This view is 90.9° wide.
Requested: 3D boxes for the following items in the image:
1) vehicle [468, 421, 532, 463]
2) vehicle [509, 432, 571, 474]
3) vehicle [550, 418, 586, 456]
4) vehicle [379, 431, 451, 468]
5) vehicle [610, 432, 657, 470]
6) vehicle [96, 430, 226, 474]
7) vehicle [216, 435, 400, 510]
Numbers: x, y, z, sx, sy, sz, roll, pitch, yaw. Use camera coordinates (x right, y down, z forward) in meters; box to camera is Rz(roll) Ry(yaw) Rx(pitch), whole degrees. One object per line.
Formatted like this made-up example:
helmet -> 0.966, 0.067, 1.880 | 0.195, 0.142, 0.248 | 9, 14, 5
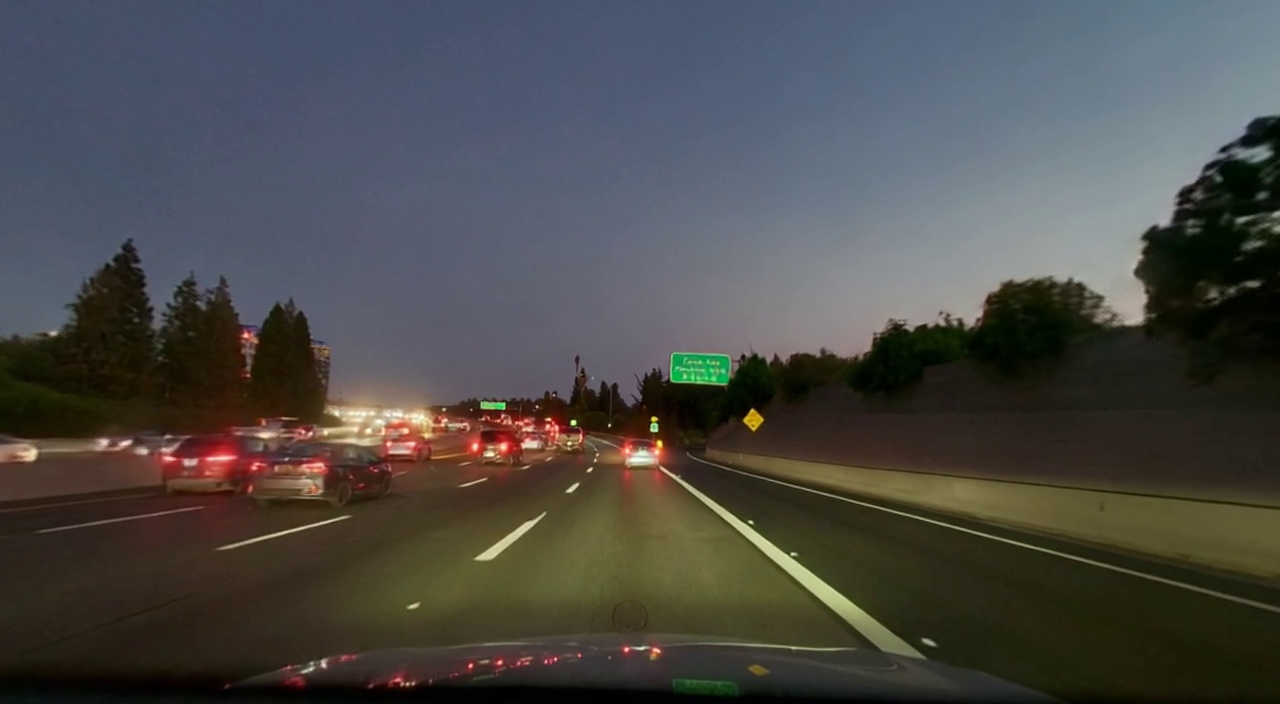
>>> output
vehicle -> -8.619, 5.656, 39.595 | 2.773, 2.402, 6.232 | 0, -8, -2
vehicle -> -4.152, 4.250, 26.781 | 2.005, 1.631, 4.295 | 0, -8, -1
vehicle -> -5.413, 6.520, 48.077 | 2.279, 2.672, 5.256 | 0, -8, -2
vehicle -> -11.833, 5.152, 33.559 | 2.079, 1.807, 5.187 | 0, -8, -2
vehicle -> -0.364, 4.662, 29.986 | 2.092, 1.671, 3.772 | 0, -8, -2
vehicle -> -19.639, 4.105, 26.176 | 1.931, 1.643, 4.533 | 0, -8, -3
vehicle -> -7.496, 2.738, 14.855 | 1.896, 1.465, 4.399 | 0, -8, 0
